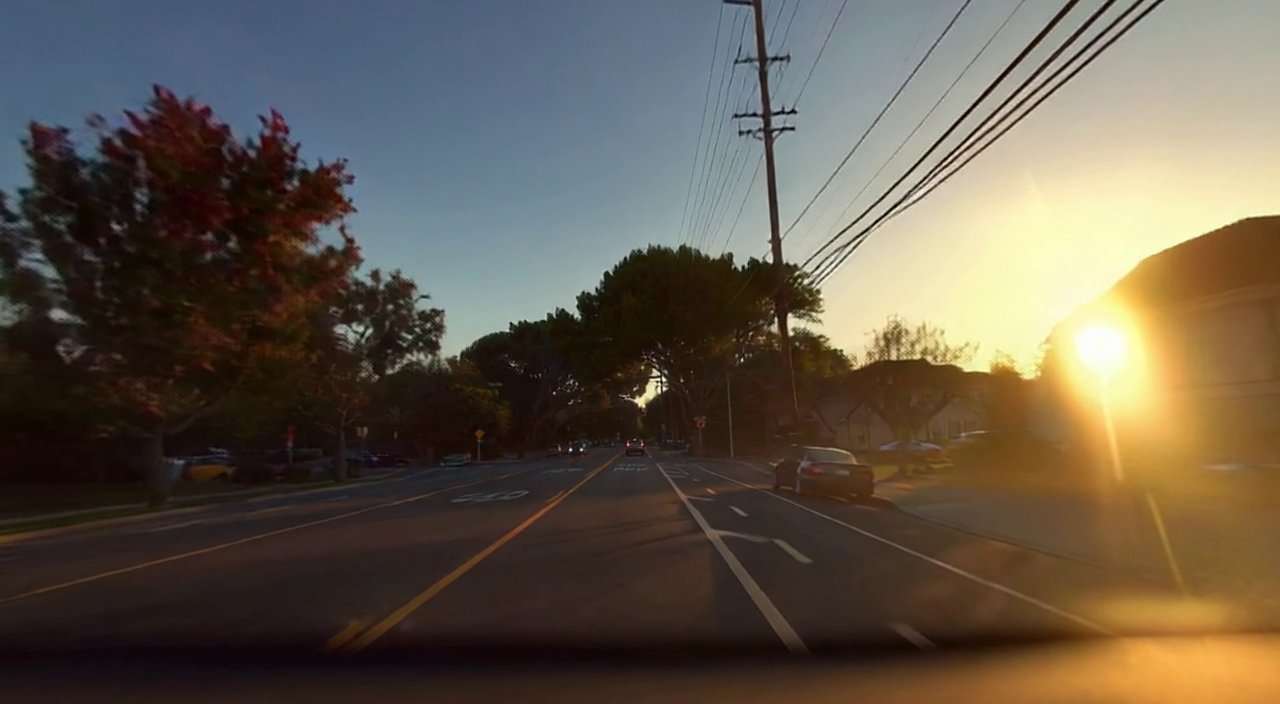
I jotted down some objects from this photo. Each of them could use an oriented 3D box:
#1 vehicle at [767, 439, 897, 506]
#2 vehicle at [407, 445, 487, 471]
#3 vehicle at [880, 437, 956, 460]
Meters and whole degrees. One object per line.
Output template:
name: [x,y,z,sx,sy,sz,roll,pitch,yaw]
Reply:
vehicle: [4.764,3.040,16.456,1.987,1.479,4.562,0,-8,0]
vehicle: [-14.065,7.751,46.265,5.190,1.502,2.085,-4,-8,-1]
vehicle: [18.938,6.561,43.130,4.292,1.489,1.895,0,-8,0]
